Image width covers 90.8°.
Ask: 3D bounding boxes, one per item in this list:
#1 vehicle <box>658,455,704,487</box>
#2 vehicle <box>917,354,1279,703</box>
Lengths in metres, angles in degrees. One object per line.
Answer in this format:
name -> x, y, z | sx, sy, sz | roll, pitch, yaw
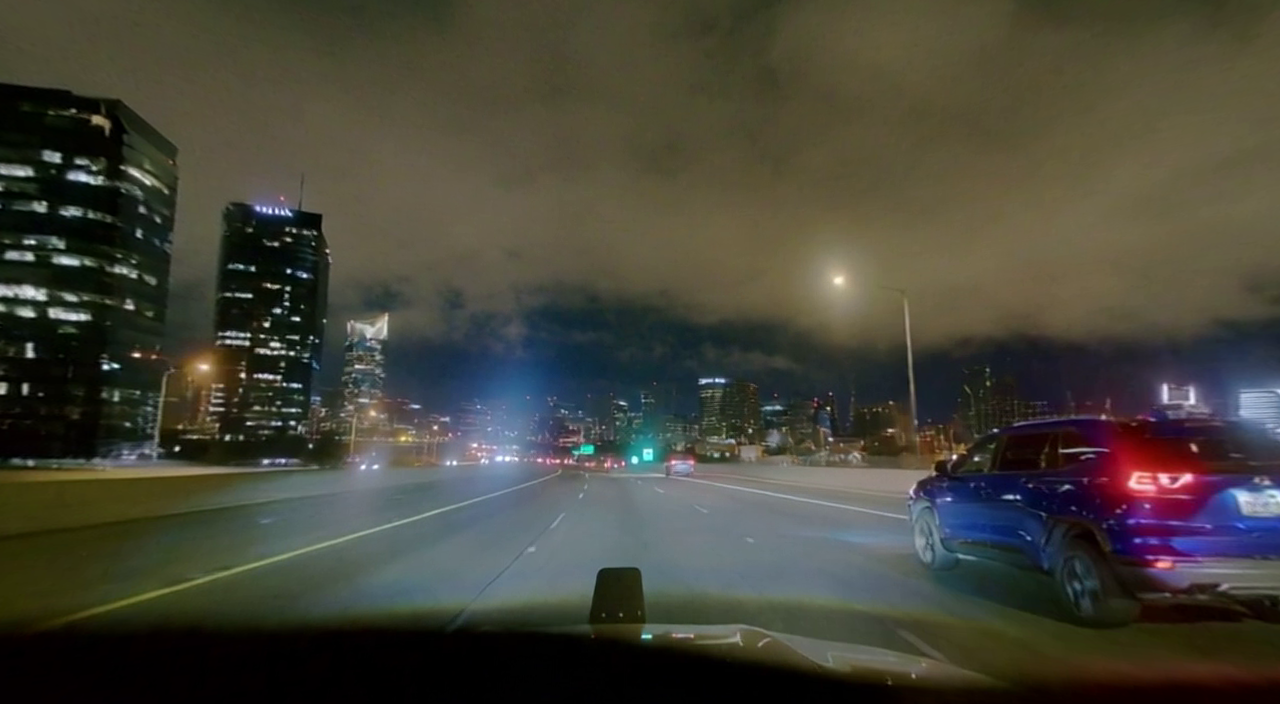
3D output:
vehicle -> 2.455, 7.353, 39.305 | 2.110, 1.780, 4.682 | 1, -9, -5
vehicle -> 4.149, 1.166, 4.594 | 2.182, 1.826, 4.392 | 0, -9, -1
